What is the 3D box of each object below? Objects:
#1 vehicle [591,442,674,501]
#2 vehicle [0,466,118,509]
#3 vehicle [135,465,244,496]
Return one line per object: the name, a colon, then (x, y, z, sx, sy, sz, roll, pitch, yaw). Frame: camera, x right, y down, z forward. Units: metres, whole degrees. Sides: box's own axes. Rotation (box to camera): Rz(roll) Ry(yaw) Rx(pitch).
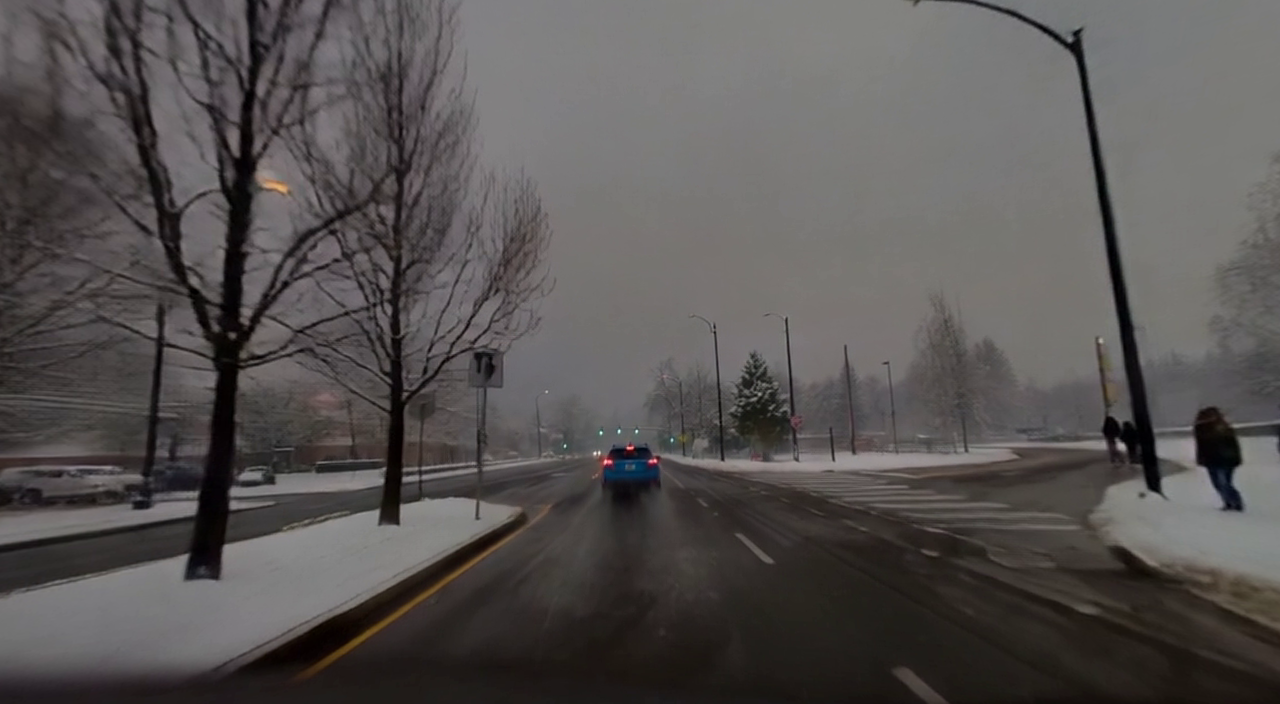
vehicle: (-0.207, 3.562, 19.243, 2.221, 1.570, 4.398, 0, -9, 0)
vehicle: (-23.287, 5.200, 24.462, 4.204, 1.522, 1.998, 0, -9, -3)
vehicle: (-22.940, 6.542, 32.299, 4.086, 1.478, 1.844, 0, -9, -4)
